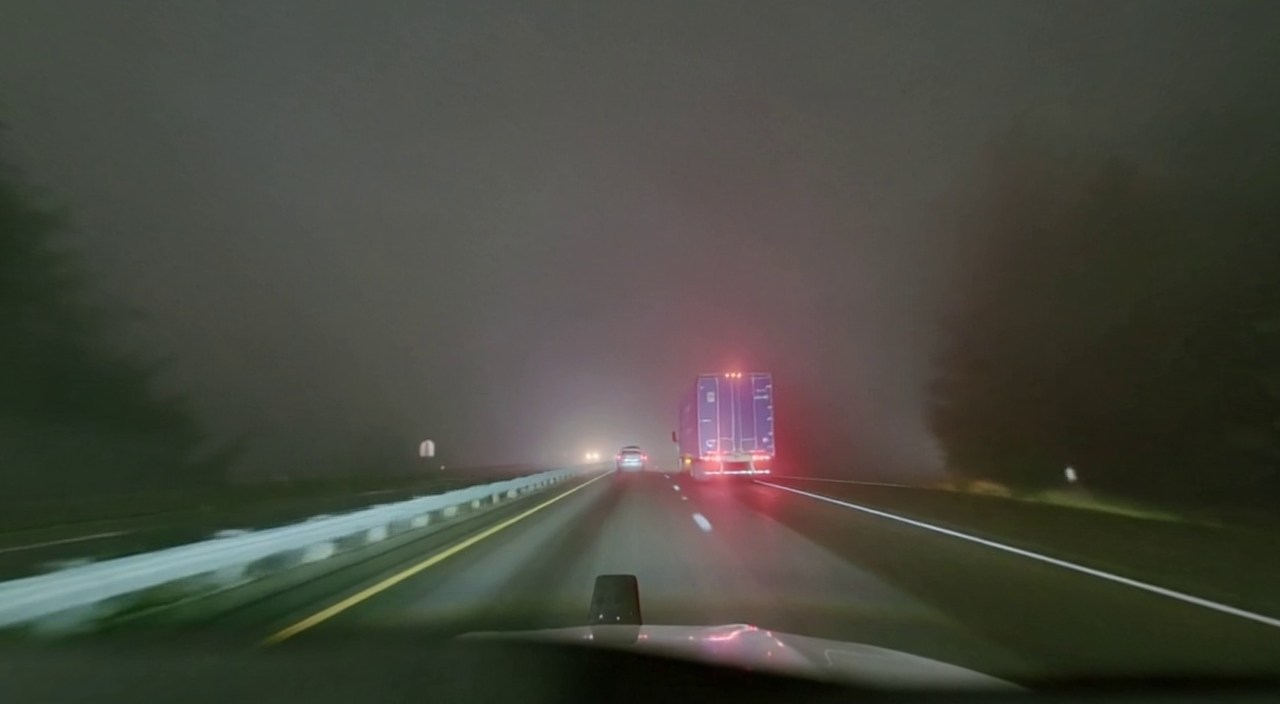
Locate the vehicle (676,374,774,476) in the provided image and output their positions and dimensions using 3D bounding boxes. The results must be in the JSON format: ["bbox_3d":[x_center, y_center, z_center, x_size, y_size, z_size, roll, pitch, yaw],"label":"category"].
[{"bbox_3d":[3.958,4.155,33.433,3.167,4.180,14.924,1,-9,0],"label":"vehicle"}]

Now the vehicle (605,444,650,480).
[{"bbox_3d":[-0.572,5.585,32.092,2.160,1.691,4.243,0,-9,1],"label":"vehicle"}]
